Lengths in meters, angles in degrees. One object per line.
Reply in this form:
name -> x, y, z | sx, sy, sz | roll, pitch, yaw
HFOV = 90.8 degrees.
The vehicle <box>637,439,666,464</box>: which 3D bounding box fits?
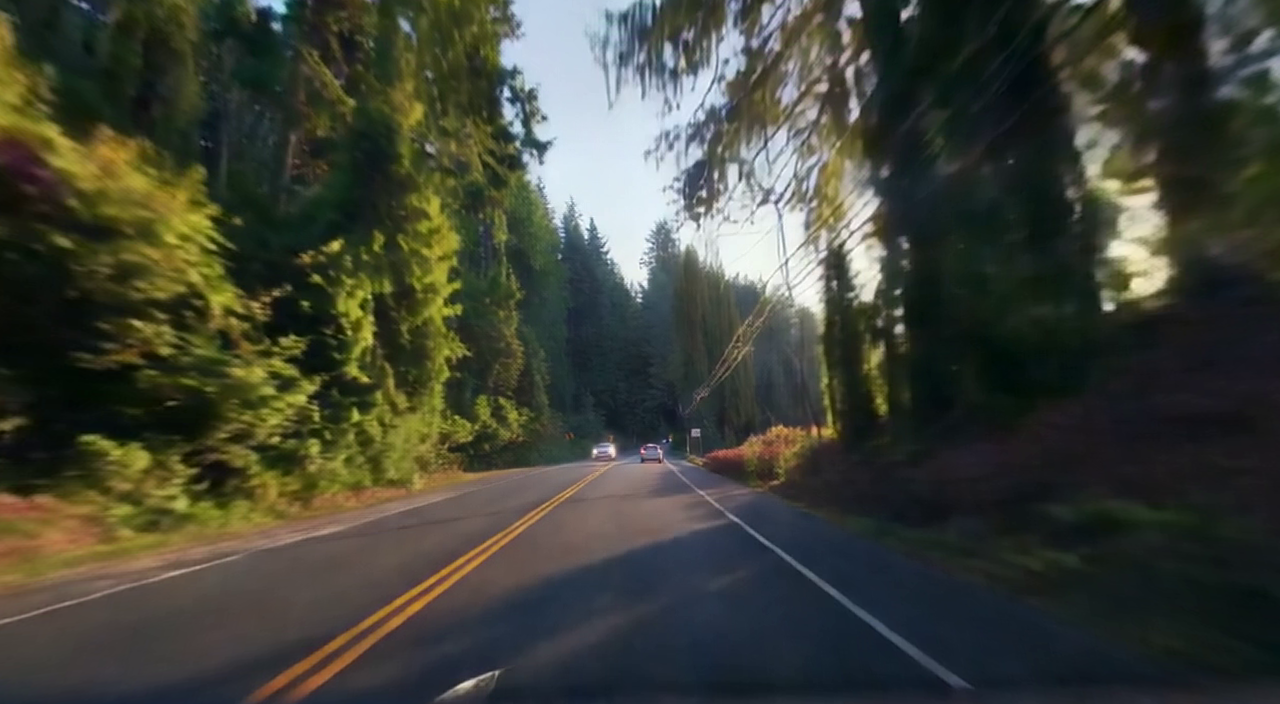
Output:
vehicle -> 0.833, 7.416, 47.091 | 2.083, 1.767, 4.448 | 0, -9, 1
